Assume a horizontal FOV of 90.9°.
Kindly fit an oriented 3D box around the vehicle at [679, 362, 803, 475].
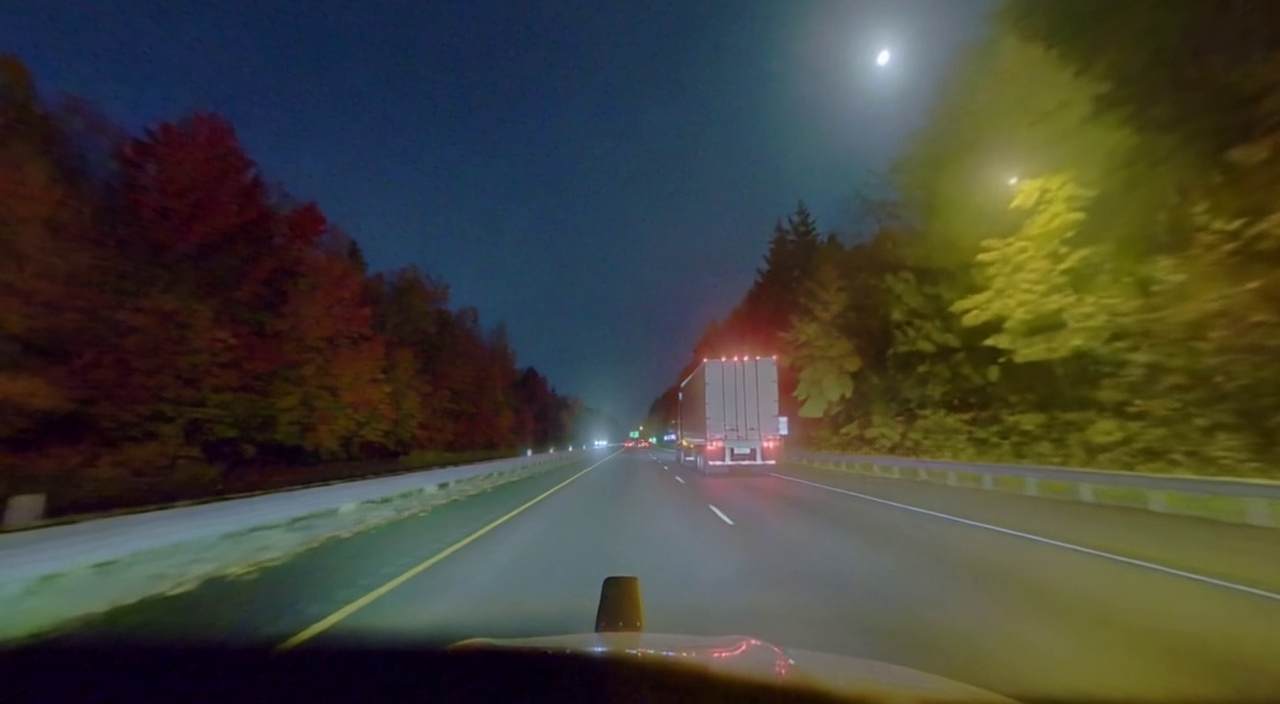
[{"bbox_3d":[4.081,3.437,30.184,3.357,4.101,14.659,0,-8,-1],"label":"vehicle"}]
